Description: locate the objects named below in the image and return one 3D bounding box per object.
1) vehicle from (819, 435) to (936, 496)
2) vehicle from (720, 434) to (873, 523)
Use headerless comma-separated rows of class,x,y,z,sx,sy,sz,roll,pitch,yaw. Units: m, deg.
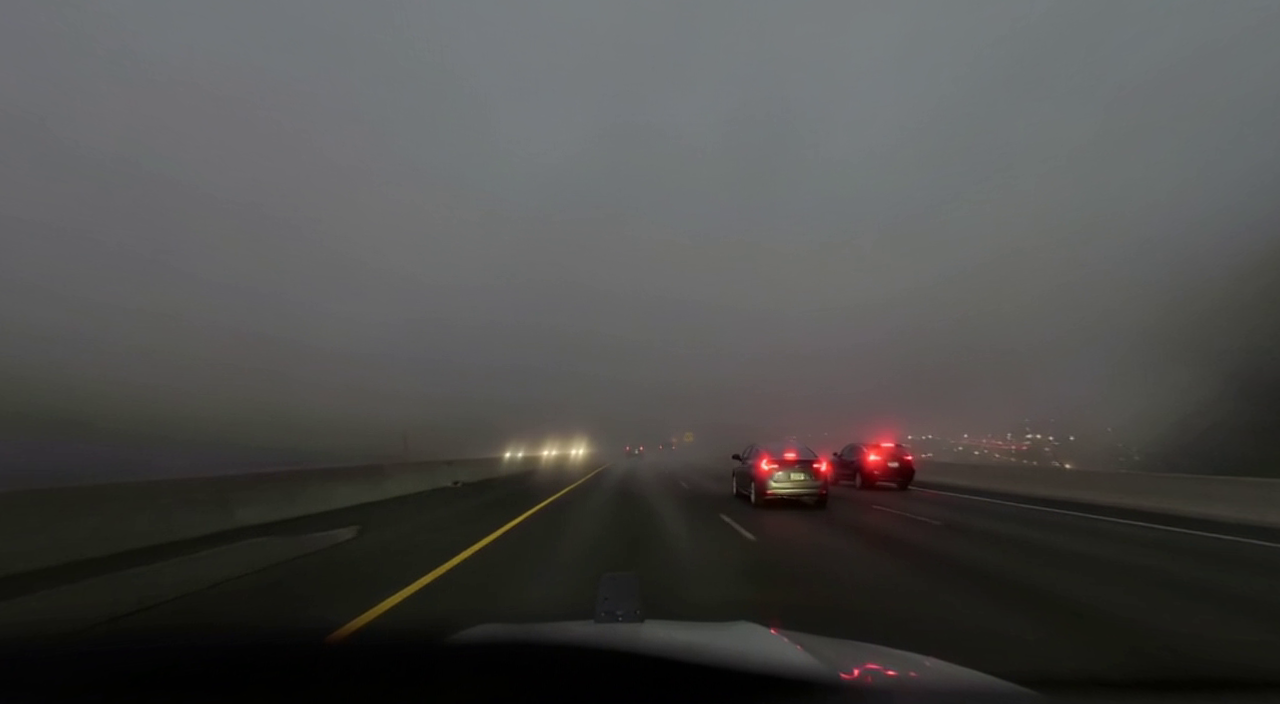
vehicle,6.841,3.295,18.685,1.856,1.592,3.920,0,-8,-1
vehicle,3.041,2.570,13.444,1.982,1.533,4.612,0,-8,-1
